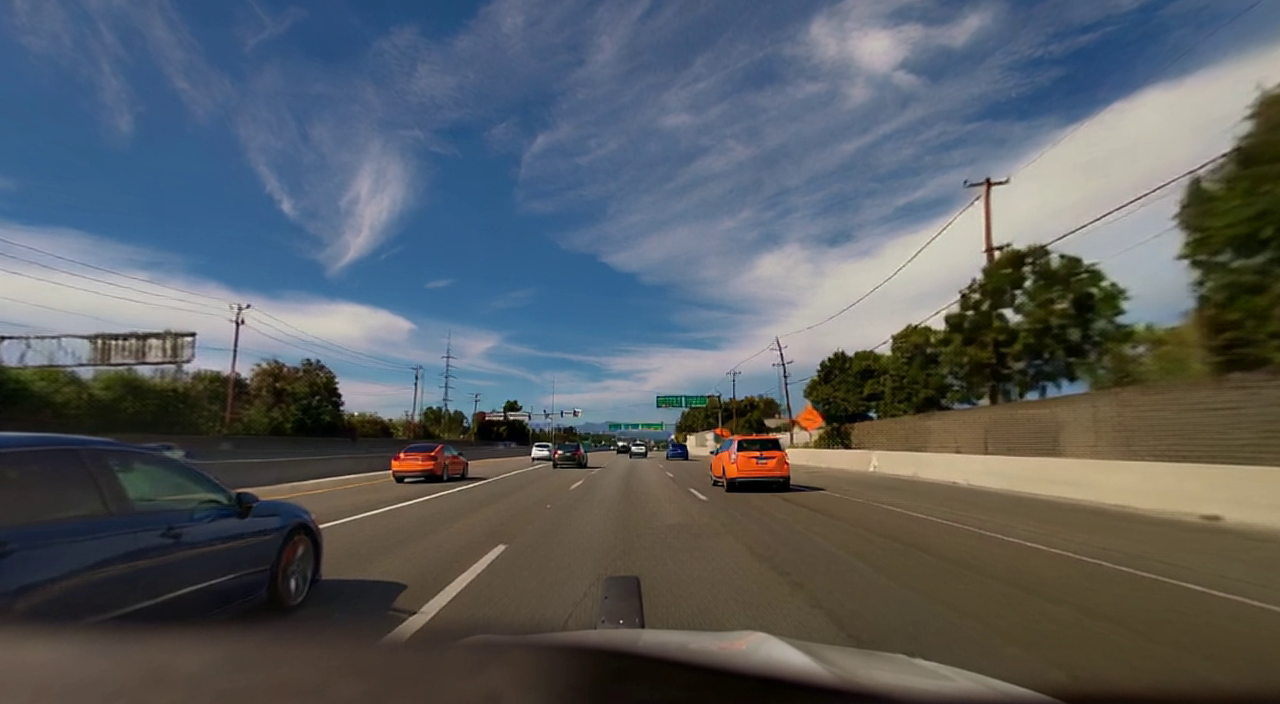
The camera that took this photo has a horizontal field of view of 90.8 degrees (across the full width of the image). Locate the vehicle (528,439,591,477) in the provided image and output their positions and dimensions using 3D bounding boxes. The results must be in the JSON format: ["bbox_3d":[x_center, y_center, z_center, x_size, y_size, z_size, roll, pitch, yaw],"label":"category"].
[{"bbox_3d":[-3.378,4.533,27.336,2.066,1.488,4.377,0,-8,1],"label":"vehicle"}]

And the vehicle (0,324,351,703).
[{"bbox_3d":[-3.253,0.836,2.613,2.104,1.707,4.338,0,-8,-1],"label":"vehicle"}]

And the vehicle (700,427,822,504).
[{"bbox_3d":[2.849,2.799,16.001,2.100,1.659,4.387,0,-8,-1],"label":"vehicle"}]

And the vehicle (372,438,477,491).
[{"bbox_3d":[-6.684,3.519,20.113,1.903,1.482,4.180,0,-8,0],"label":"vehicle"}]
